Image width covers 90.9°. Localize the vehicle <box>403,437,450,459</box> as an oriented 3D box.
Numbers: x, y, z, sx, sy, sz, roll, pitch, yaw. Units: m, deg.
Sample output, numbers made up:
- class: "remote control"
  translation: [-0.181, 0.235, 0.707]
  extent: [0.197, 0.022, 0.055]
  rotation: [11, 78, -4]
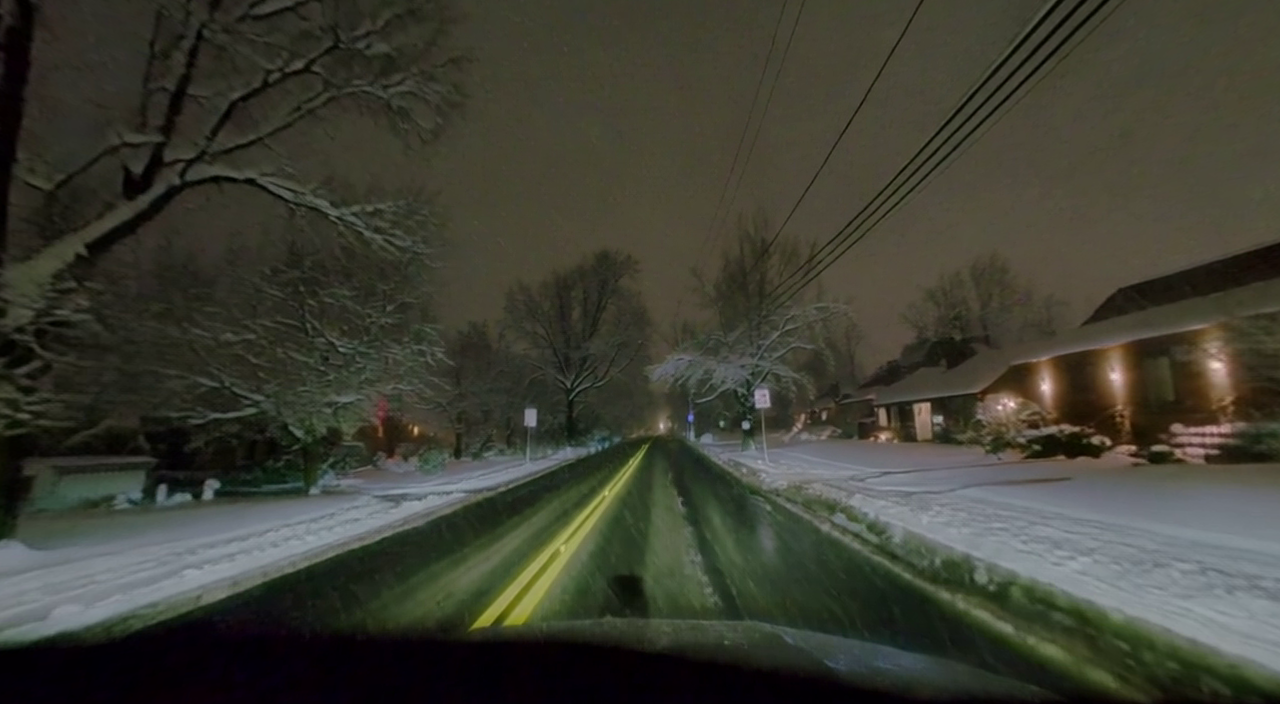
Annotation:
- class: "vehicle"
  translation: [-16.105, 7.258, 47.782]
  extent: [1.903, 1.500, 4.214]
  rotation: [-3, -8, 3]
